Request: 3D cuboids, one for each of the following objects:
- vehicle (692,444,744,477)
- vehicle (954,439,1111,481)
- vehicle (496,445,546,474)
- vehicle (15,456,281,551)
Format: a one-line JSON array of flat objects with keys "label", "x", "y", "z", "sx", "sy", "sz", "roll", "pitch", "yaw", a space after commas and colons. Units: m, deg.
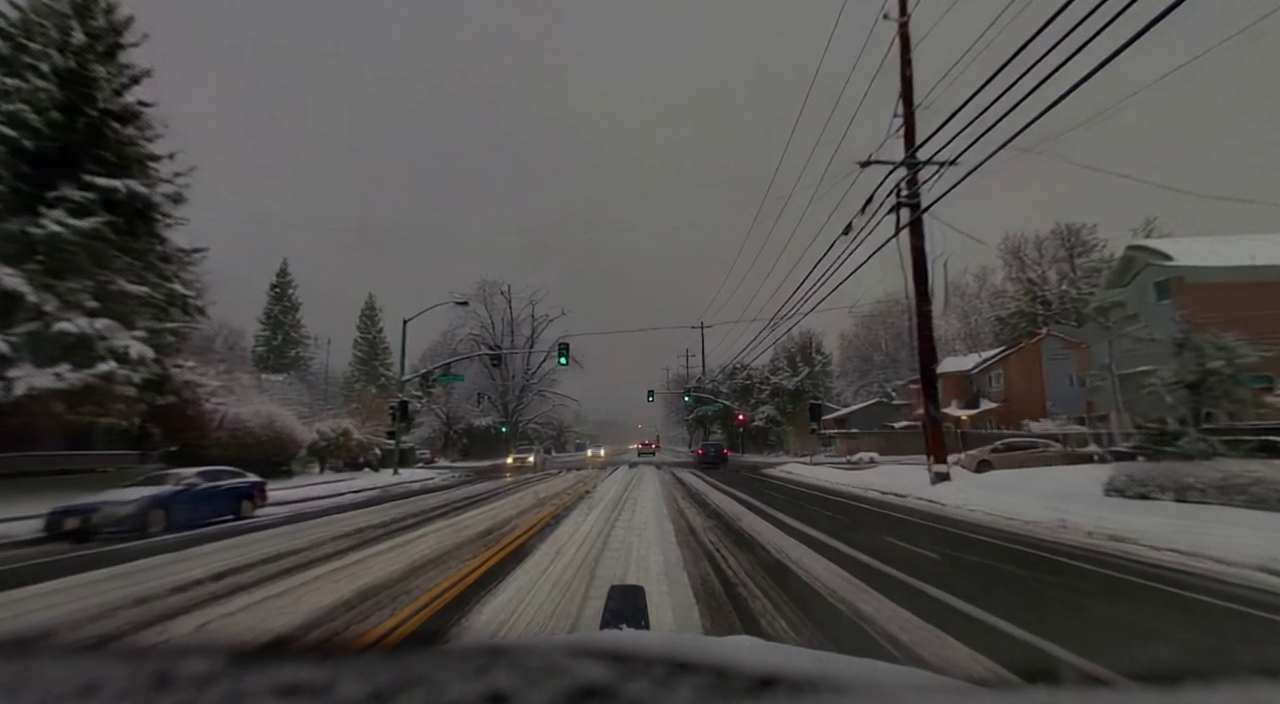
[{"label": "vehicle", "x": 3.756, "y": 5.301, "z": 31.074, "sx": 1.951, "sy": 1.479, "sz": 4.487, "roll": 0, "pitch": -8, "yaw": -1}, {"label": "vehicle", "x": 14.812, "y": 4.064, "z": 23.937, "sx": 4.838, "sy": 1.474, "sz": 1.873, "roll": 1, "pitch": -8, "yaw": -6}, {"label": "vehicle", "x": -7.210, "y": 6.567, "z": 38.679, "sx": 2.126, "sy": 1.645, "sz": 4.493, "roll": 0, "pitch": -8, "yaw": 1}, {"label": "vehicle", "x": -10.158, "y": 3.099, "z": 13.656, "sx": 2.032, "sy": 1.452, "sz": 4.656, "roll": -2, "pitch": -7, "yaw": 0}]
